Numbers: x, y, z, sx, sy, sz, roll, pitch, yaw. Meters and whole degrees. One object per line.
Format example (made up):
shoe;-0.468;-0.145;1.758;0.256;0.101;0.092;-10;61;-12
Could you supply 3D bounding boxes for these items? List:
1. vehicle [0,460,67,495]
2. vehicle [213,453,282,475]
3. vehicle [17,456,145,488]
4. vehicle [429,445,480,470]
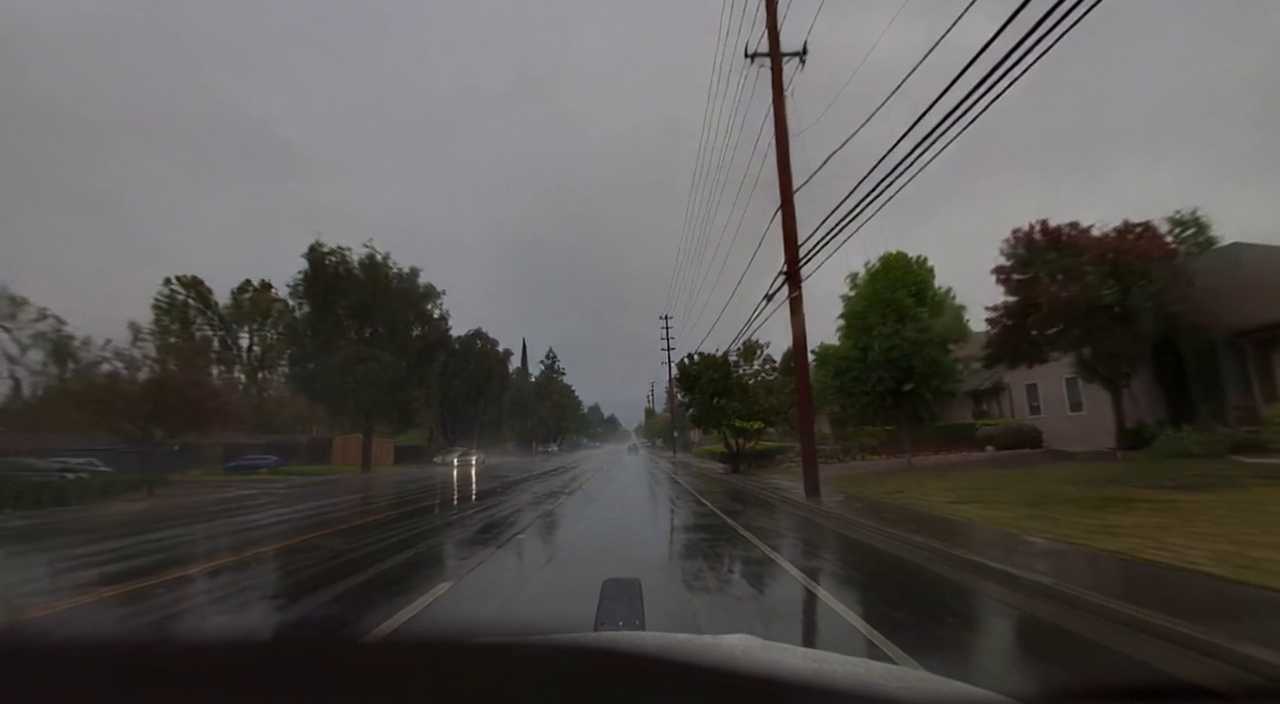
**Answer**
vehicle;-29.283;5.777;29.174;3.723;1.479;1.950;0;-9;1
vehicle;-29.129;8.300;46.908;3.792;1.495;1.950;0;-9;2
vehicle;-28.280;6.070;32.073;4.599;1.533;2.029;0;-9;3
vehicle;-12.538;7.158;43.062;2.055;1.505;4.703;-1;-9;0
